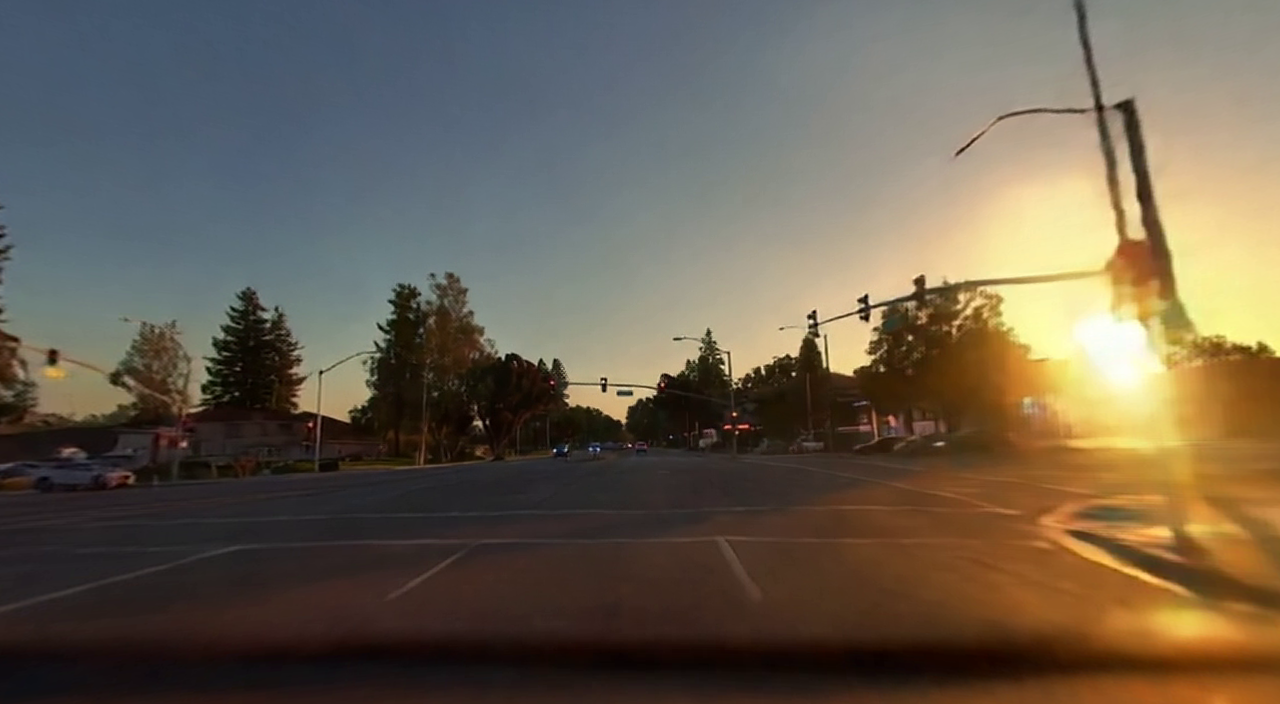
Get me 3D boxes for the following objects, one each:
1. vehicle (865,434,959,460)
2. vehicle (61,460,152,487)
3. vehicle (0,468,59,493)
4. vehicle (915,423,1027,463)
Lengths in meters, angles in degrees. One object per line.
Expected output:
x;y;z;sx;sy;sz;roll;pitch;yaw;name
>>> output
15.918;5.576;37.005;4.582;1.436;2.073;1;-9;-7;vehicle
-40.625;9.230;48.154;2.122;1.822;4.986;-2;-9;9;vehicle
-46.201;9.598;47.203;1.710;1.593;4.501;2;-9;-12;vehicle
17.809;4.915;34.021;4.721;1.637;2.256;-4;-8;-9;vehicle
